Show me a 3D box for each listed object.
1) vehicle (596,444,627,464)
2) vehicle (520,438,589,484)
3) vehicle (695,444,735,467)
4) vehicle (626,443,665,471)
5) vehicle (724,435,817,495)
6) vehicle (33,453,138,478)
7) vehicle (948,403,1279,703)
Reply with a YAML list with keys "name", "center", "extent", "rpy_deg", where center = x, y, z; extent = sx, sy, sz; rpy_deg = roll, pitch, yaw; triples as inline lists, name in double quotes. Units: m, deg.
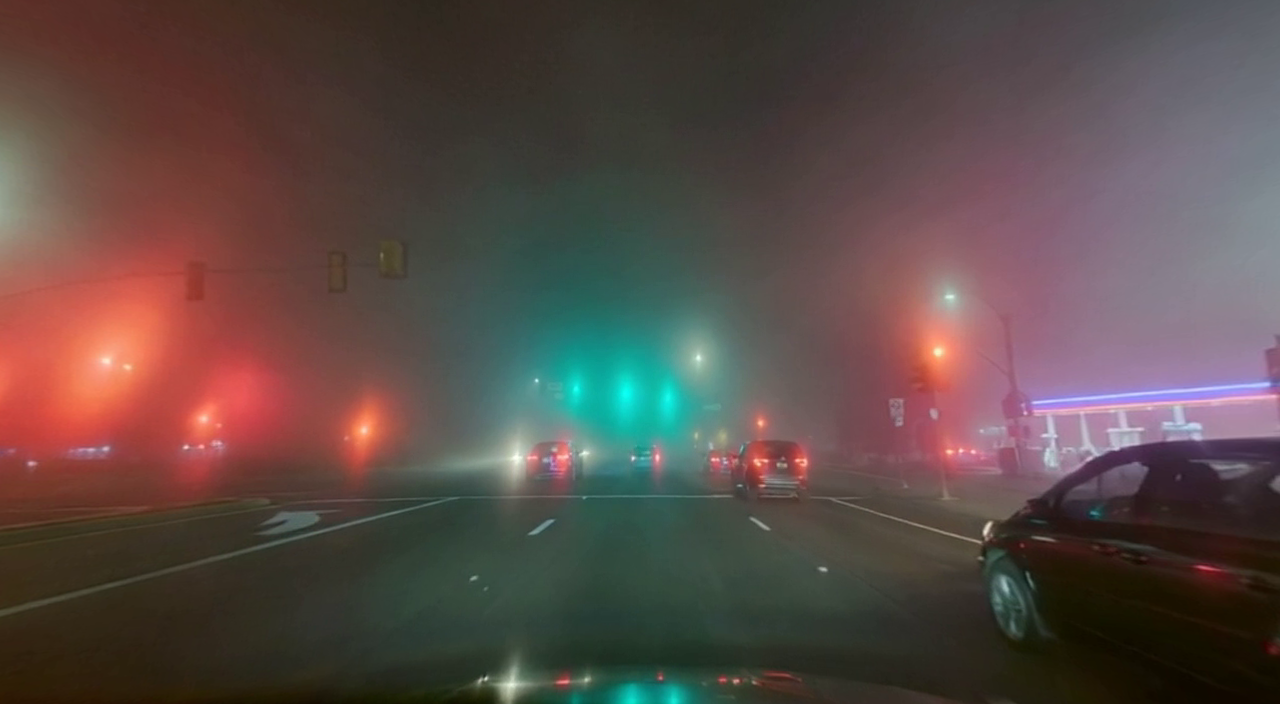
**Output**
- name: "vehicle"
  center: [-2.149, 7.975, 49.270]
  extent: [2.192, 1.463, 4.211]
  rpy_deg: [0, -8, 1]
- name: "vehicle"
  center: [-3.223, 4.195, 24.516]
  extent: [2.023, 1.607, 4.086]
  rpy_deg: [0, -8, 1]
- name: "vehicle"
  center: [5.017, 6.996, 42.808]
  extent: [2.174, 1.462, 4.400]
  rpy_deg: [0, -8, 1]
- name: "vehicle"
  center: [0.286, 5.915, 35.875]
  extent: [2.104, 1.477, 4.591]
  rpy_deg: [0, -8, 0]
- name: "vehicle"
  center: [3.979, 3.513, 19.974]
  extent: [2.022, 1.683, 4.171]
  rpy_deg: [0, -8, -1]
- name: "vehicle"
  center: [-34.136, 6.977, 38.890]
  extent: [4.652, 1.453, 1.945]
  rpy_deg: [0, -8, 1]
- name: "vehicle"
  center: [3.596, 0.997, 2.790]
  extent: [2.038, 1.499, 4.868]
  rpy_deg: [0, -8, 1]
